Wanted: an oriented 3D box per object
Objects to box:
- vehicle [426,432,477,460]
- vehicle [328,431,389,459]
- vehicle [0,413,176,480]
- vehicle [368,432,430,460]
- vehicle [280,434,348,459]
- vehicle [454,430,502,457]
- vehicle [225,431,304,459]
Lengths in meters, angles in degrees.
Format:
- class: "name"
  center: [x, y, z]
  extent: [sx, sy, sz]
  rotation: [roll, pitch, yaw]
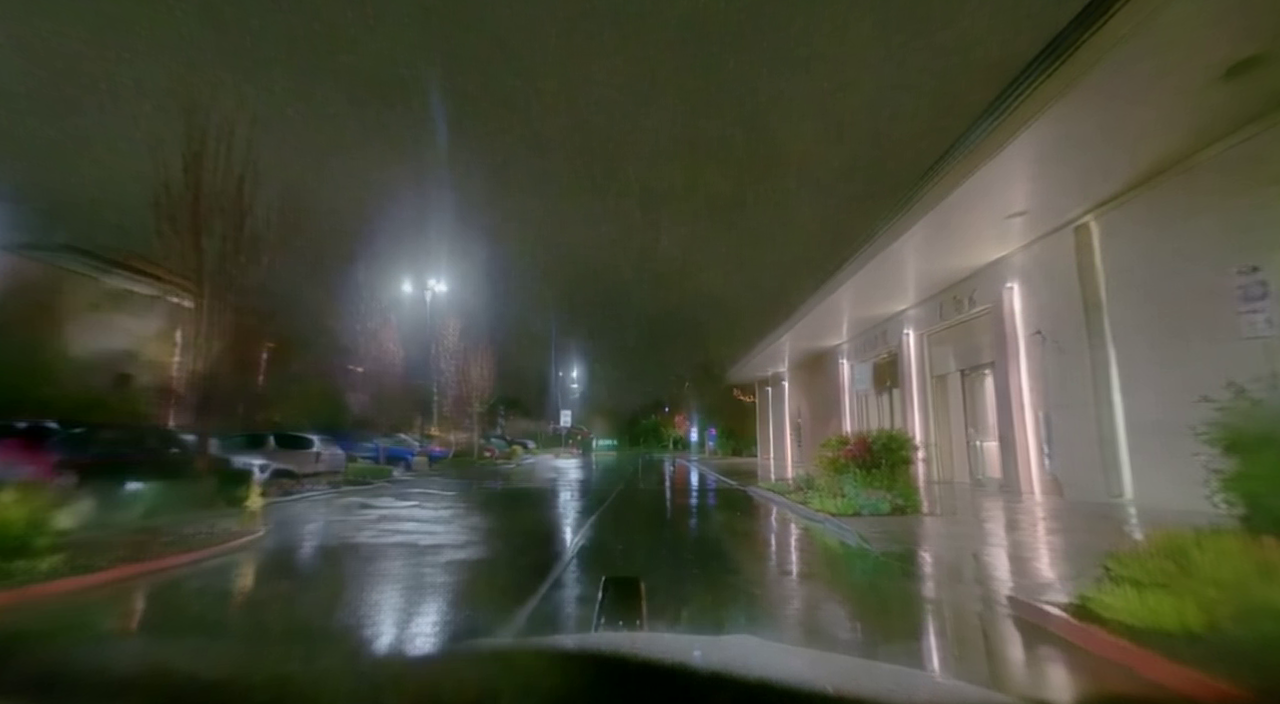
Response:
- class: "vehicle"
  center: [-11.724, 5.895, 39.631]
  extent: [1.892, 1.597, 4.259]
  rotation: [0, -8, 0]
- class: "vehicle"
  center: [-17.468, 5.805, 39.387]
  extent: [1.902, 1.645, 3.903]
  rotation: [0, -9, 1]
- class: "vehicle"
  center: [-18.113, 3.106, 20.865]
  extent: [1.972, 1.923, 4.535]
  rotation: [-1, -8, 2]
- class: "vehicle"
  center: [-14.832, 5.819, 39.091]
  extent: [1.928, 1.613, 4.197]
  rotation: [-1, -8, 4]
- class: "vehicle"
  center: [-20.130, 5.870, 39.206]
  extent: [1.909, 1.474, 3.908]
  rotation: [-1, -8, 4]
- class: "vehicle"
  center: [-11.546, 6.591, 45.452]
  extent: [2.058, 1.832, 5.009]
  rotation: [0, -8, 1]
- class: "vehicle"
  center: [-23.147, 5.757, 39.121]
  extent: [1.773, 1.498, 4.085]
  rotation: [2, -8, 13]
